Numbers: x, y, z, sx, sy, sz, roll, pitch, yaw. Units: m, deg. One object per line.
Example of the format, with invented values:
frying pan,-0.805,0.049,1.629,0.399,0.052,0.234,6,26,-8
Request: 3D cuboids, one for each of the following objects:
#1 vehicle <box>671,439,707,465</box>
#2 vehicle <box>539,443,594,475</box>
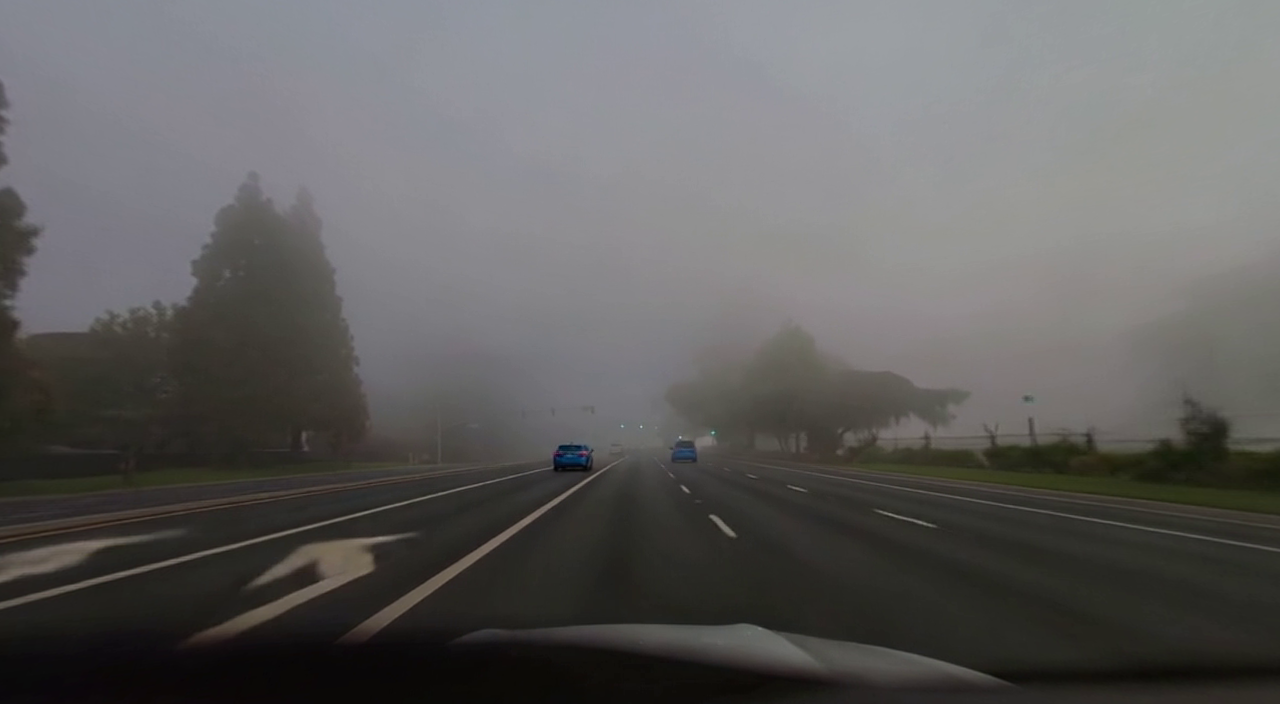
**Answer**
vehicle,3.313,6.848,43.539,2.072,1.696,4.177,0,-8,-1
vehicle,-3.539,5.208,31.029,2.112,1.471,4.212,0,-8,1
